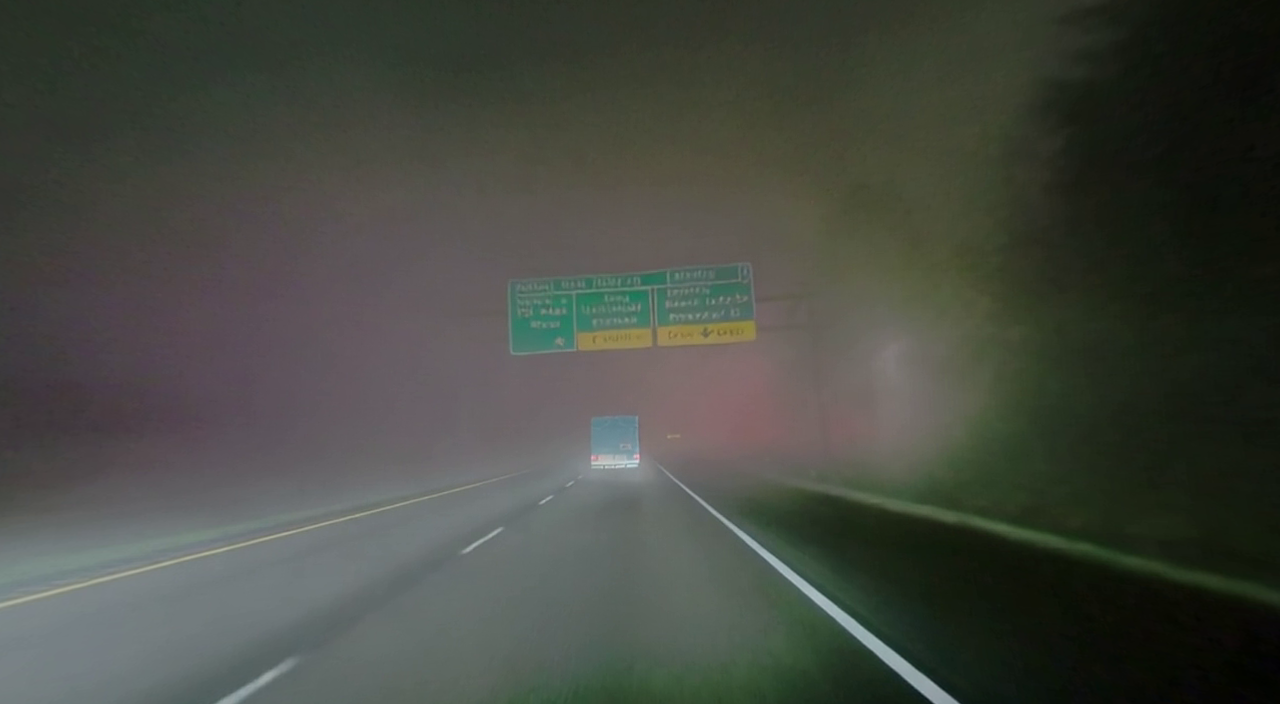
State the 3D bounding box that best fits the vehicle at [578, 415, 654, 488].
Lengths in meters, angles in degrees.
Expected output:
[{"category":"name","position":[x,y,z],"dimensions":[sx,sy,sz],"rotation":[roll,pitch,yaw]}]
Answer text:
[{"category":"vehicle","position":[-0.752,3.326,21.250],"dimensions":[2.248,2.154,4.892],"rotation":[0,-8,-1]}]
